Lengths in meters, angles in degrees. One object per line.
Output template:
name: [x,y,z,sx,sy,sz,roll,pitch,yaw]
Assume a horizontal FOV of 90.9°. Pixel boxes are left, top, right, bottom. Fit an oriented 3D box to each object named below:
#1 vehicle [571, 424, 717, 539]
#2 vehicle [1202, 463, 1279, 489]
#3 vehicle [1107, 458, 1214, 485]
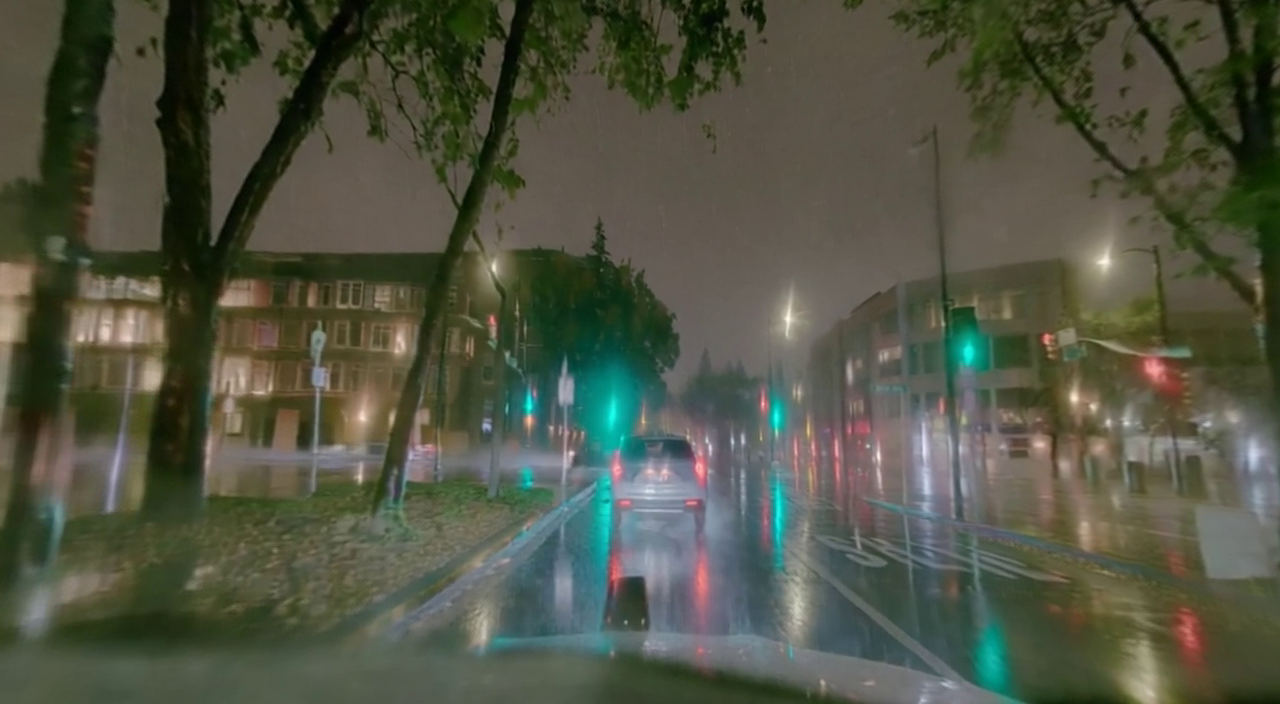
vehicle: [0.106,2.133,10.951,2.079,1.621,3.861,-1,-8,2]
vehicle: [36.192,7.248,37.046,4.457,1.409,1.873,0,-8,1]
vehicle: [30.453,7.000,36.963,4.668,1.441,1.904,0,-8,-4]
